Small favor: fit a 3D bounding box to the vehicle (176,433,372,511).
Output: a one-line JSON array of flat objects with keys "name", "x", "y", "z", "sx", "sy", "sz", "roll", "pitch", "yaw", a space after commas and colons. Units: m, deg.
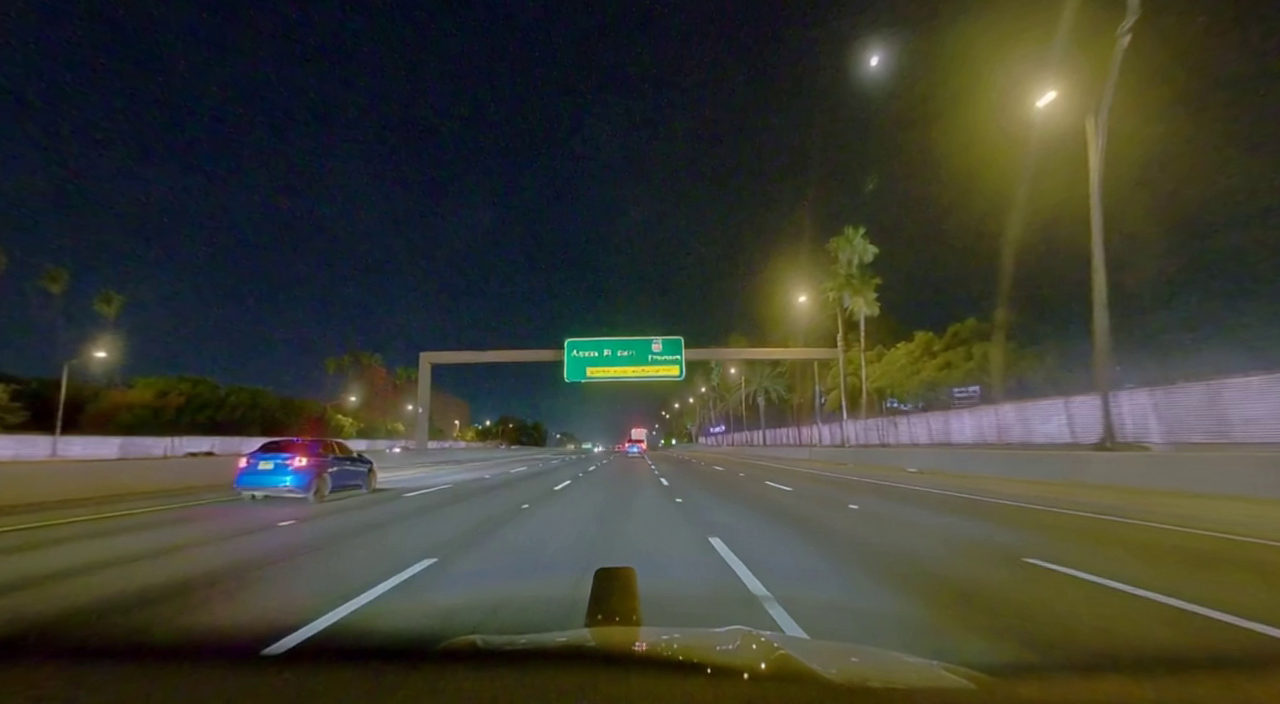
[{"name": "vehicle", "x": -8.283, "y": 2.742, "z": 14.918, "sx": 1.971, "sy": 1.552, "sz": 4.465, "roll": 0, "pitch": -9, "yaw": 0}]
